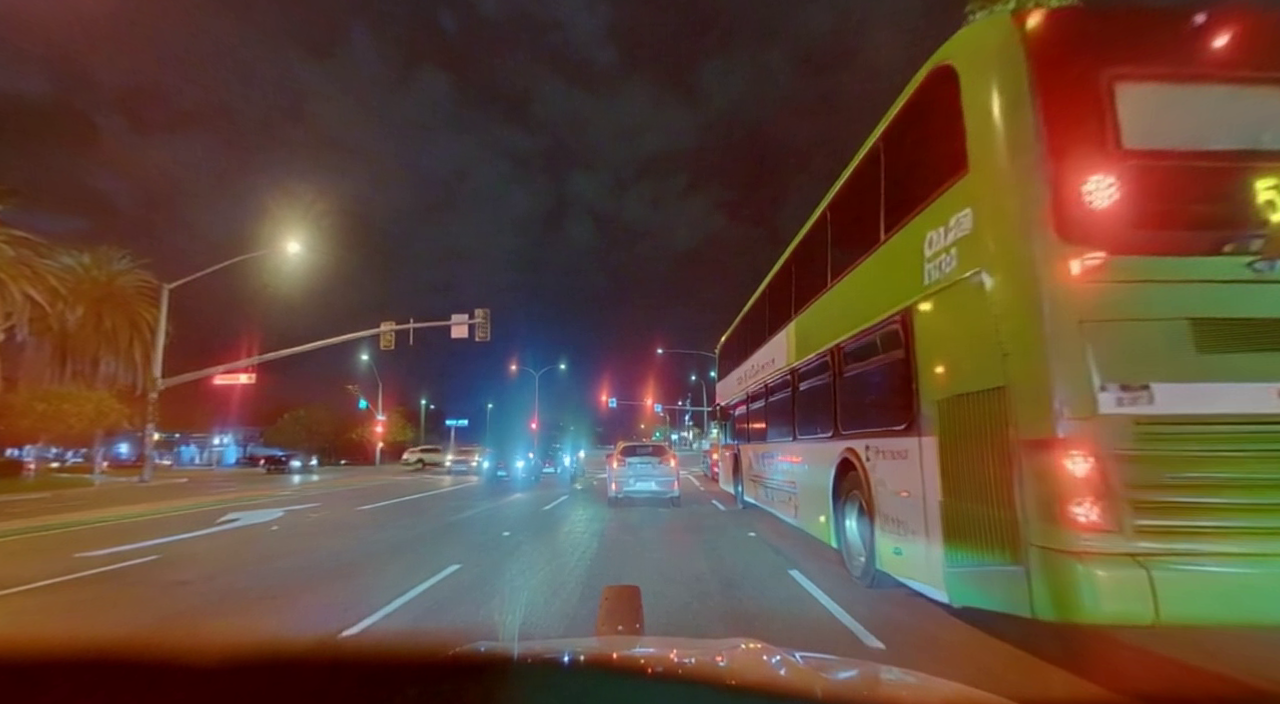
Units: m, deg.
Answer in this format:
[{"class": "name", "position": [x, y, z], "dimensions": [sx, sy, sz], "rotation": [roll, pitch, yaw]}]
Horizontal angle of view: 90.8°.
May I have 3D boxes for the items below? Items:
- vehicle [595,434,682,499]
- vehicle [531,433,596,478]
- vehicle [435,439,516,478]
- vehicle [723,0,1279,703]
[{"class": "vehicle", "position": [-0.018, 2.996, 16.854], "dimensions": [2.060, 1.499, 3.831], "rotation": [0, -9, 1]}, {"class": "vehicle", "position": [-3.138, 4.335, 26.741], "dimensions": [2.020, 1.721, 4.366], "rotation": [-1, -9, 2]}, {"class": "vehicle", "position": [-6.791, 4.430, 26.629], "dimensions": [1.927, 1.480, 4.832], "rotation": [-1, -9, 2]}, {"class": "vehicle", "position": [3.588, 0.587, 9.519], "dimensions": [2.970, 4.015, 13.606], "rotation": [0, -9, 1]}]
